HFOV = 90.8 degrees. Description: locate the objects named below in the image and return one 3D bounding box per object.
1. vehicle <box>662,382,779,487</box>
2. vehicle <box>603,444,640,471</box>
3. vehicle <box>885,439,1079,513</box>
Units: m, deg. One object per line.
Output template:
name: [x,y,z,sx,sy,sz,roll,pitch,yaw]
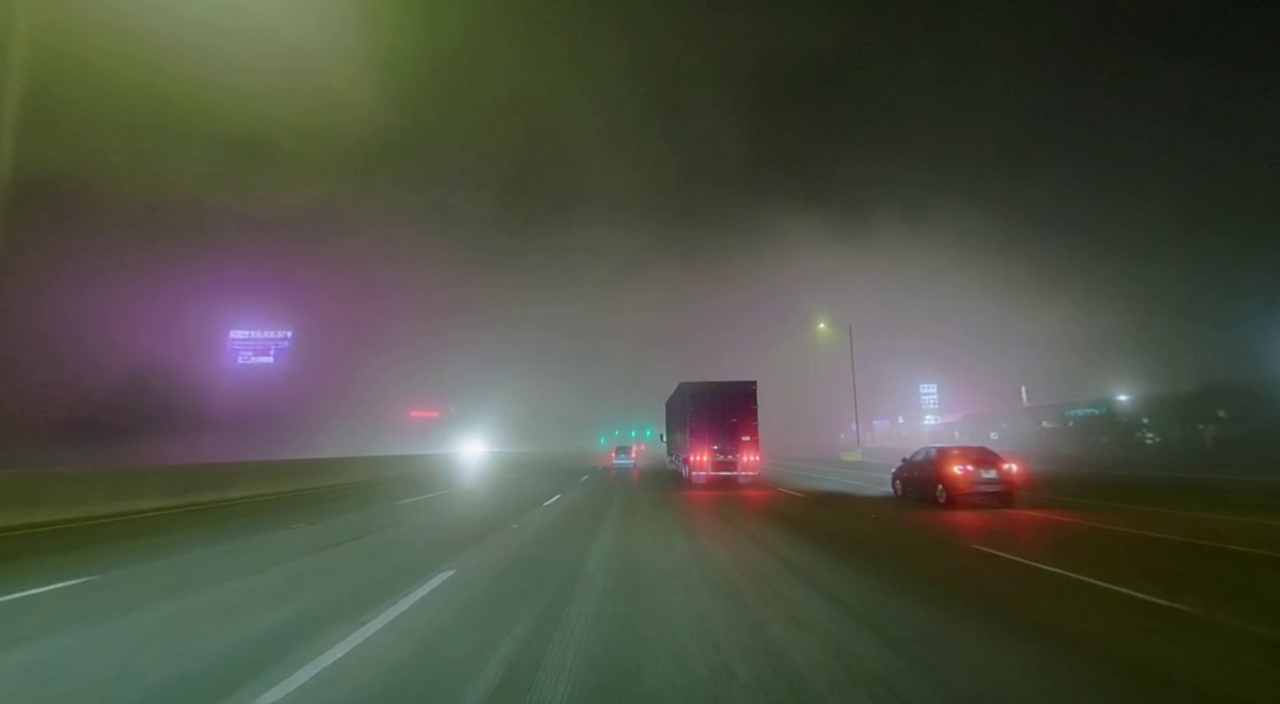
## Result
vehicle: [2.737,3.445,25.604,2.934,3.325,10.986,0,-9,-2]
vehicle: [-1.018,5.838,35.115,1.929,1.395,3.999,0,-9,-1]
vehicle: [7.883,2.885,15.231,2.105,1.494,4.537,0,-9,-1]
